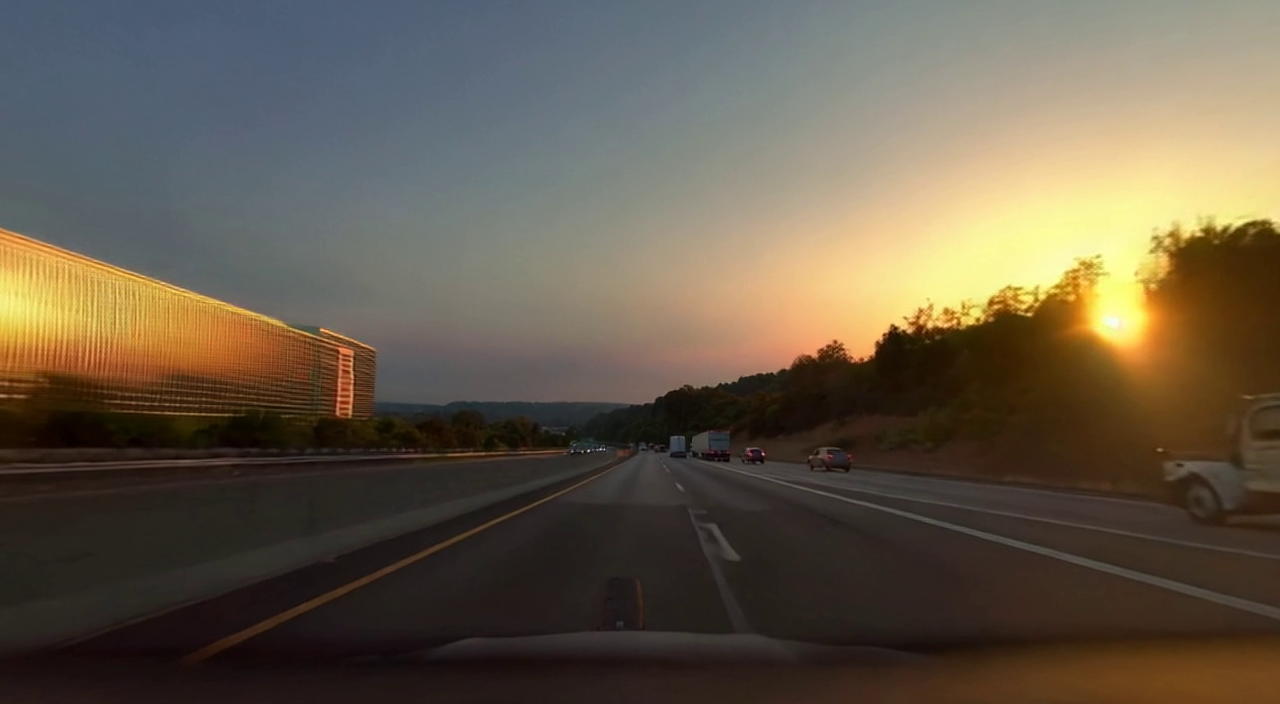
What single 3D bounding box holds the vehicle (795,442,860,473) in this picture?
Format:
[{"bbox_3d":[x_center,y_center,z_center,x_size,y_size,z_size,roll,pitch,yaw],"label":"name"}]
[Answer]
[{"bbox_3d":[10.957,6.211,37.273,2.127,1.646,4.926,0,-9,-3],"label":"vehicle"}]
